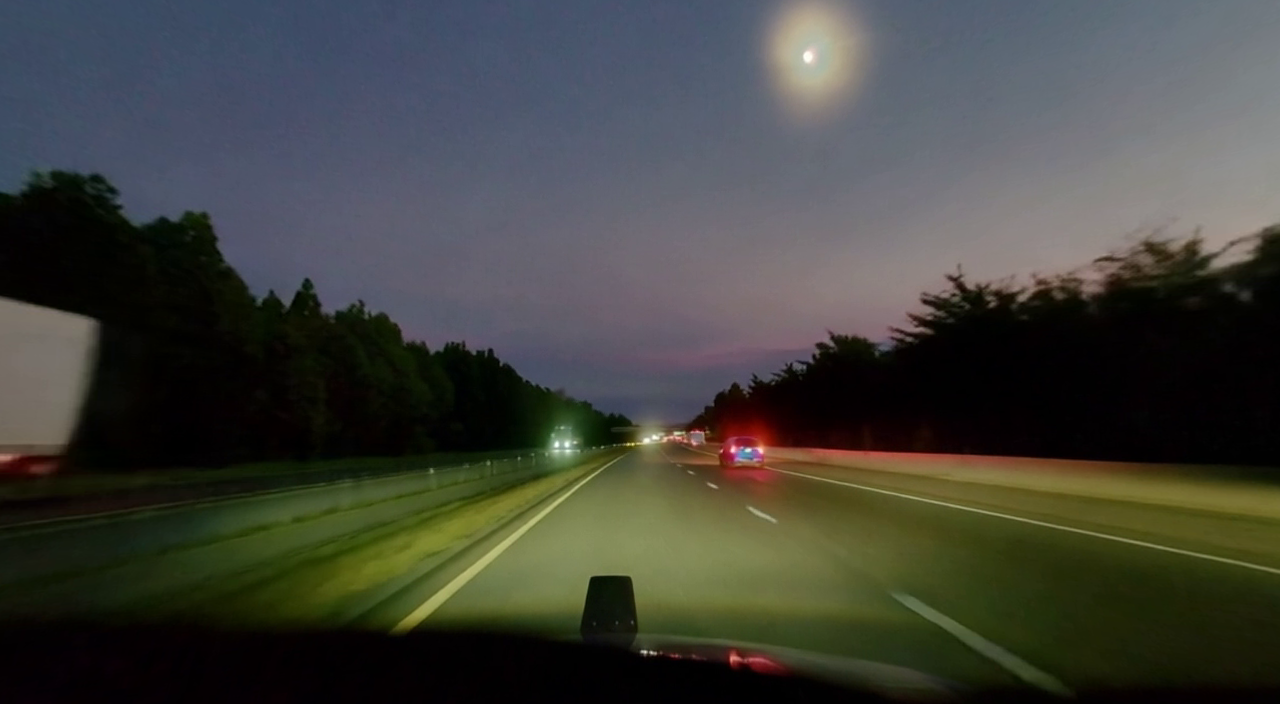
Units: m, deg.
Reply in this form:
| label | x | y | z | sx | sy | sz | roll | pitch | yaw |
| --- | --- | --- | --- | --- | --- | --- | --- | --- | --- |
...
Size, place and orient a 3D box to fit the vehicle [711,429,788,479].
| label | x | y | z | sx | sy | sz | roll | pitch | yaw |
| --- | --- | --- | --- | --- | --- | --- | --- | --- | --- |
| vehicle | 3.942 | 3.754 | 23.401 | 2.022 | 1.663 | 4.245 | 0 | -8 | -1 |
